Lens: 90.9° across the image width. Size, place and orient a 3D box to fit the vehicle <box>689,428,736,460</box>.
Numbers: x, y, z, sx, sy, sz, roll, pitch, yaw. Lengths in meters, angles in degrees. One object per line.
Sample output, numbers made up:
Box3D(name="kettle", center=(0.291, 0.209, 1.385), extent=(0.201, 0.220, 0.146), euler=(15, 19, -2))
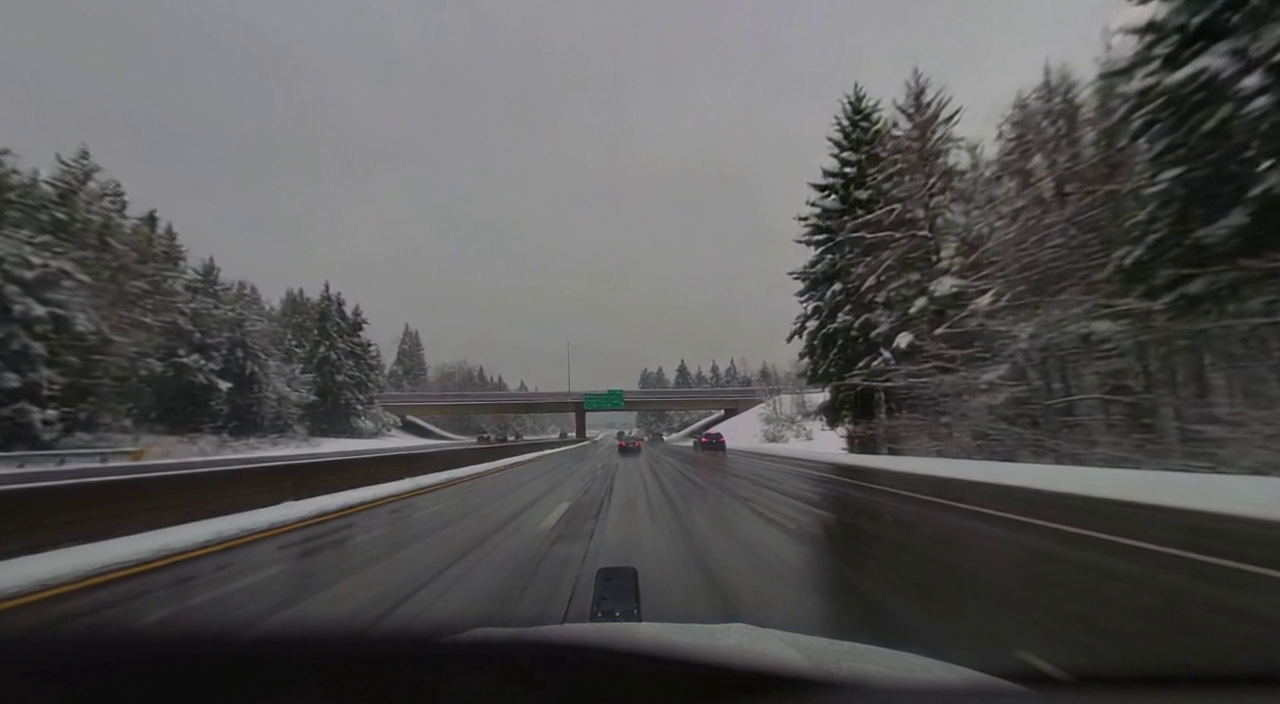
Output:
Box3D(name="vehicle", center=(3.777, 4.874, 33.477), extent=(1.892, 1.600, 3.782), euler=(0, -8, -2))

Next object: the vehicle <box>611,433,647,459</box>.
Box3D(name="vehicle", center=(-0.657, 5.433, 36.696), extent=(1.987, 1.440, 3.565), euler=(0, -8, -2))
